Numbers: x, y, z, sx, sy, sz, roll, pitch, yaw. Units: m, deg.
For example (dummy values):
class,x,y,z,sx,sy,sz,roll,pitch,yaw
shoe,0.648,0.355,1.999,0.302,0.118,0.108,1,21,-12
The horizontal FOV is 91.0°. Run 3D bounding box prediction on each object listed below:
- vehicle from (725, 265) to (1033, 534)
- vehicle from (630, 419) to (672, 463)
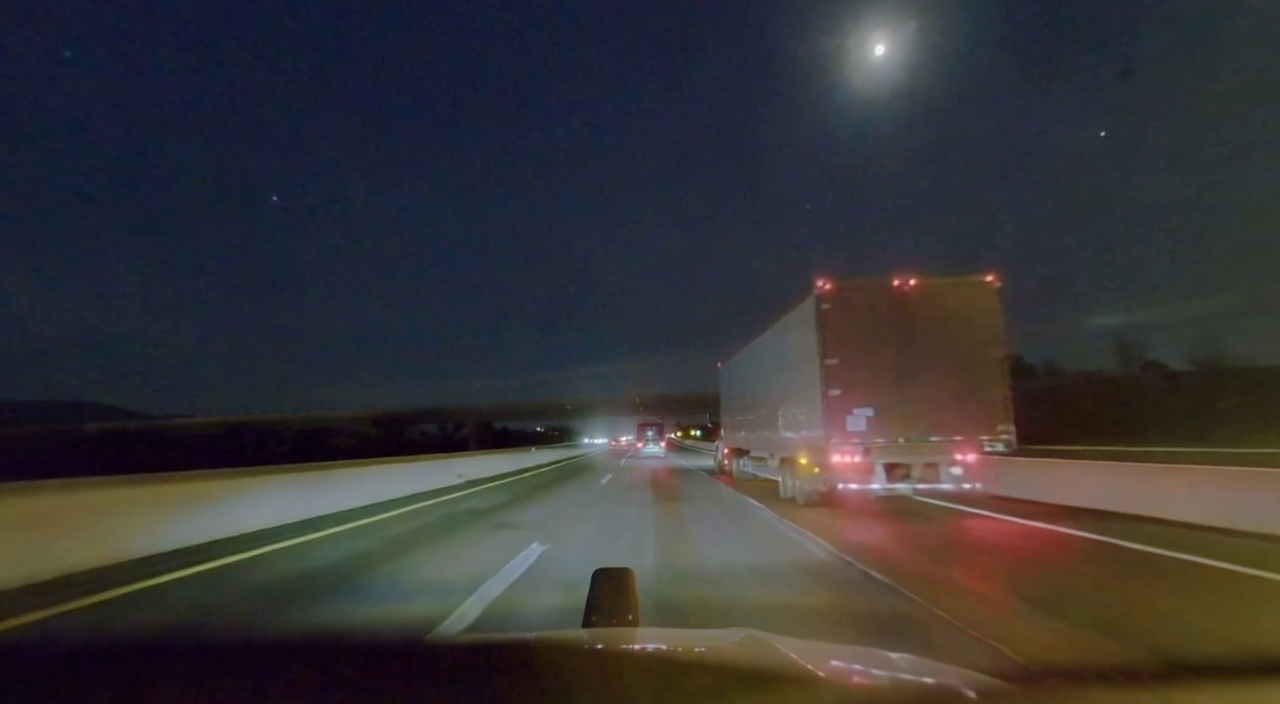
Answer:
class,x,y,z,sx,sy,sz,roll,pitch,yaw
vehicle,4.226,1.432,14.789,2.997,3.983,10.860,1,-8,0
vehicle,0.682,5.779,40.828,2.481,2.618,6.314,-1,-8,1
